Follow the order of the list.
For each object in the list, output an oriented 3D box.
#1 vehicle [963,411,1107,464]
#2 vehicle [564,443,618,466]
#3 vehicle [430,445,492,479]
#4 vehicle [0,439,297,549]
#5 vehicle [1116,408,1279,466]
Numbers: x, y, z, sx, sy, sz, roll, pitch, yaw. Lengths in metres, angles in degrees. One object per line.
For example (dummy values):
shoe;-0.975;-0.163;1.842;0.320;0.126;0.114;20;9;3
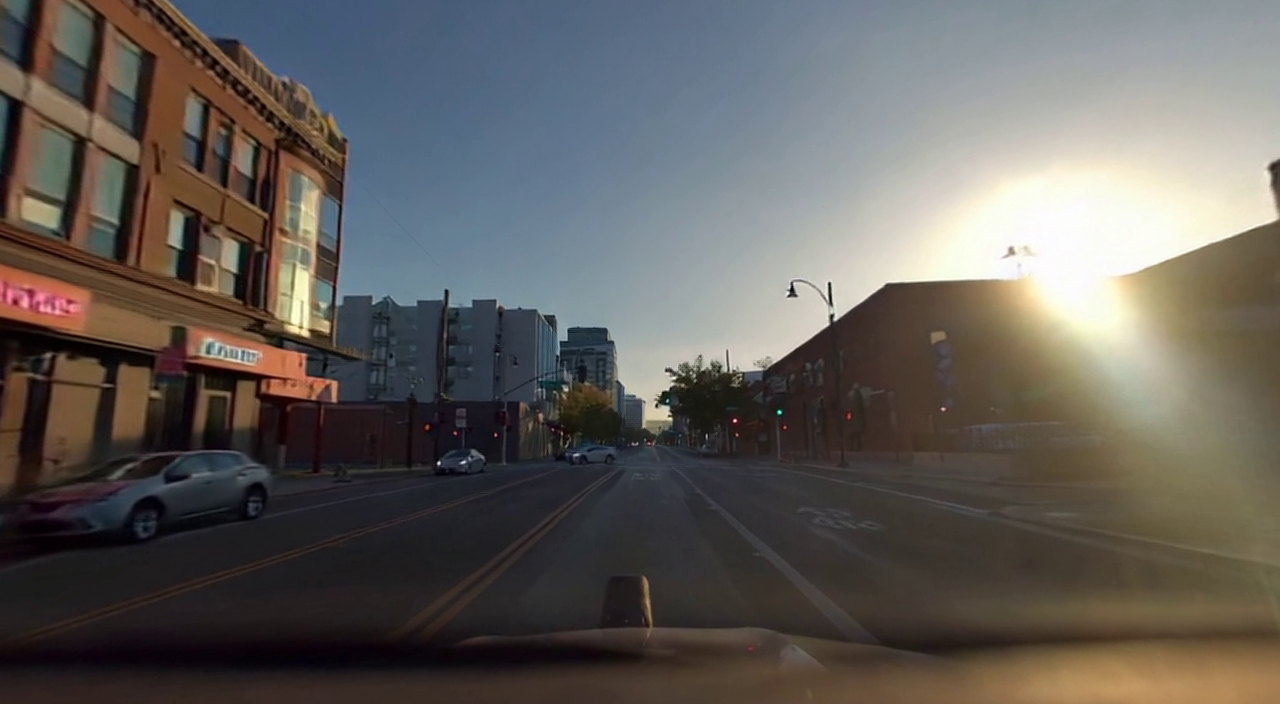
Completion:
vehicle;15.269;3.387;24.853;2.180;1.848;5.417;-1;-8;1
vehicle;-3.348;7.078;43.823;1.984;1.489;4.515;-4;-9;21
vehicle;-8.995;5.539;32.074;1.908;1.529;4.522;0;-8;-1
vehicle;-8.789;2.462;11.828;1.961;1.627;4.634;-1;-8;2
vehicle;21.042;3.258;24.051;2.186;2.009;4.451;0;-8;-1
